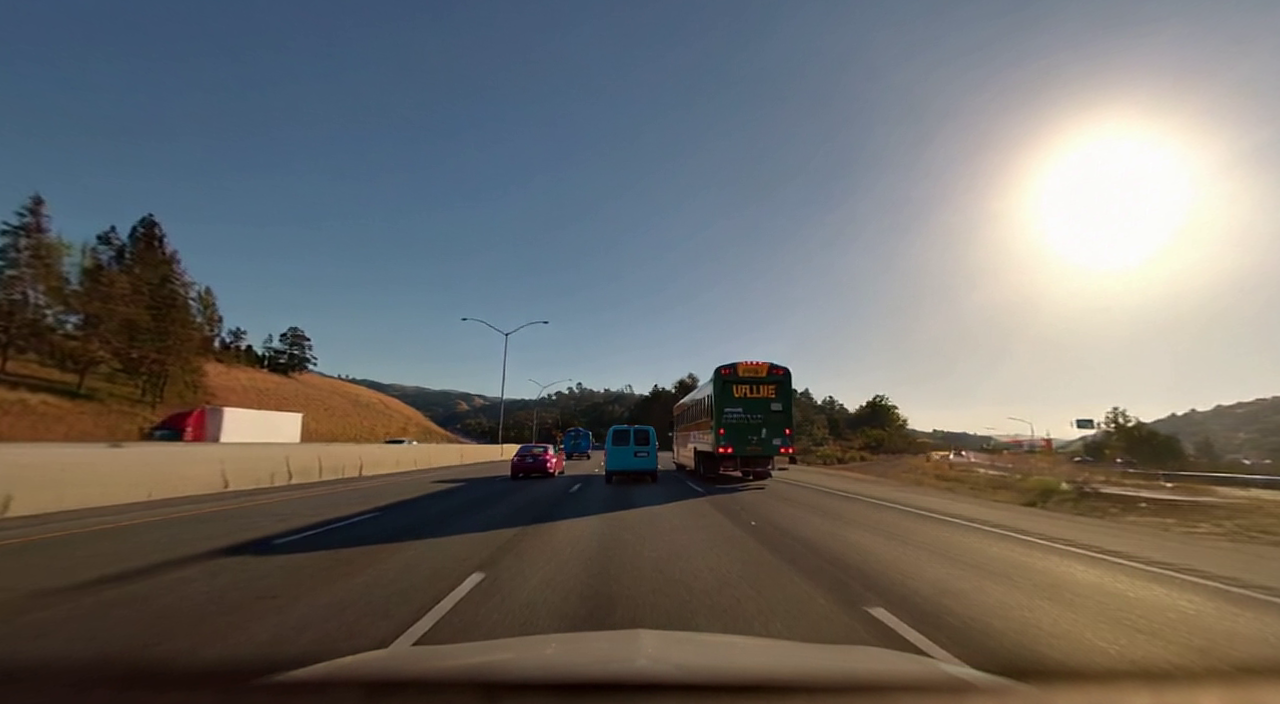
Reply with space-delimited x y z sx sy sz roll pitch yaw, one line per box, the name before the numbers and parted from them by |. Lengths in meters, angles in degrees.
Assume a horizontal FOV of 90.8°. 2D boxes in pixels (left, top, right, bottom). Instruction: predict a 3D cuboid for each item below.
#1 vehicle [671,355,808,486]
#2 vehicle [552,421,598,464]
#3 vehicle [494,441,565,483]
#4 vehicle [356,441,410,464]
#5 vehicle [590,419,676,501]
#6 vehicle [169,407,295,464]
vehicle | 3.451 3.096 26.517 3.006 4.101 13.245 0 -8 -3
vehicle | -4.881 6.958 48.565 2.947 3.009 7.991 0 -8 -2
vehicle | -4.184 4.231 24.565 2.039 1.453 4.197 0 -8 -1
vehicle | -18.146 7.113 44.820 2.037 1.505 4.575 0 -8 -2
vehicle | -0.264 2.898 17.267 2.037 1.929 4.343 0 -8 -3
vehicle | -29.938 6.287 47.124 2.923 3.797 10.108 0 -8 -2
